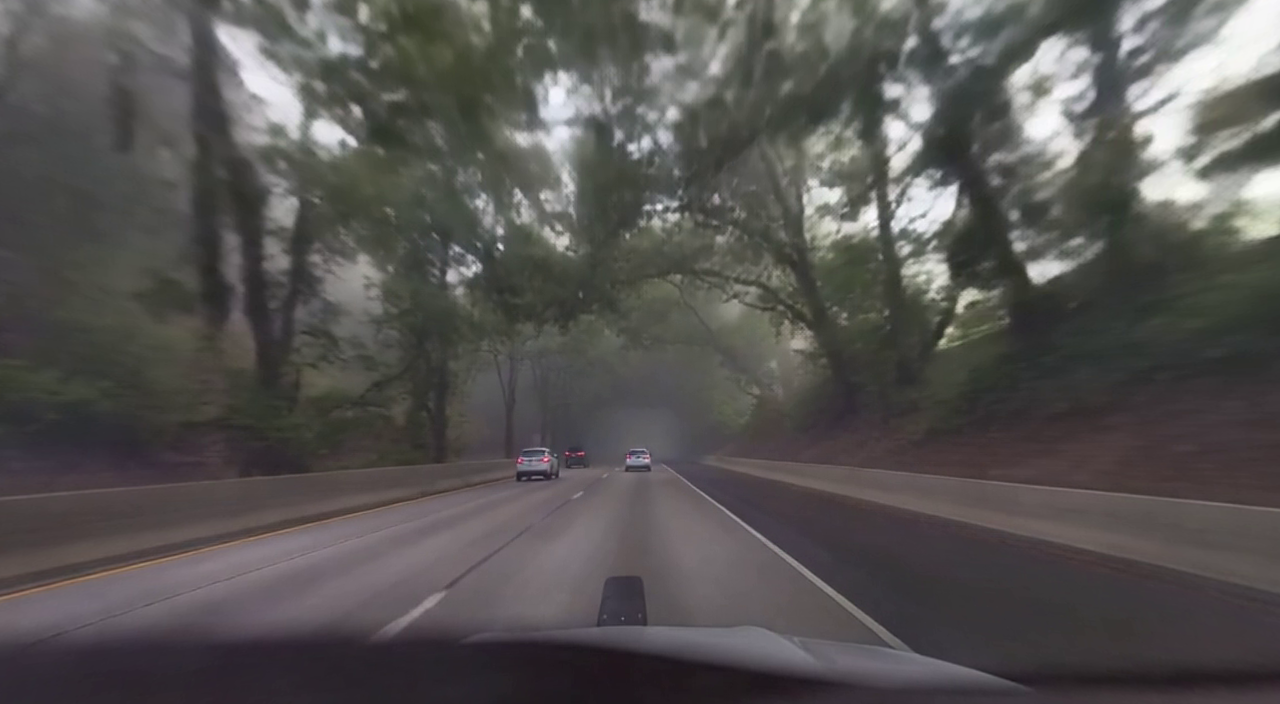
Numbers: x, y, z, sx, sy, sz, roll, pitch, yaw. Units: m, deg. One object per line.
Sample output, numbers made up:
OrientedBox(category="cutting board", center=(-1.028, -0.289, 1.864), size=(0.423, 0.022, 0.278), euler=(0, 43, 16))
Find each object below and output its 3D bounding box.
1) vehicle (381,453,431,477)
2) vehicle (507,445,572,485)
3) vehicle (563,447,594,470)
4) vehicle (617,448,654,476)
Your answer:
OrientedBox(category="vehicle", center=(-16.065, 7.742, 43.522), size=(1.705, 1.552, 4.338), euler=(0, -9, 1))
OrientedBox(category="vehicle", center=(-4.099, 4.688, 26.323), size=(1.978, 1.538, 3.755), euler=(0, -9, 1))
OrientedBox(category="vehicle", center=(-4.493, 7.846, 46.467), size=(1.834, 1.615, 3.624), euler=(0, -9, 1))
OrientedBox(category="vehicle", center=(-0.241, 6.163, 35.474), size=(2.001, 1.490, 3.914), euler=(0, -9, 0))
